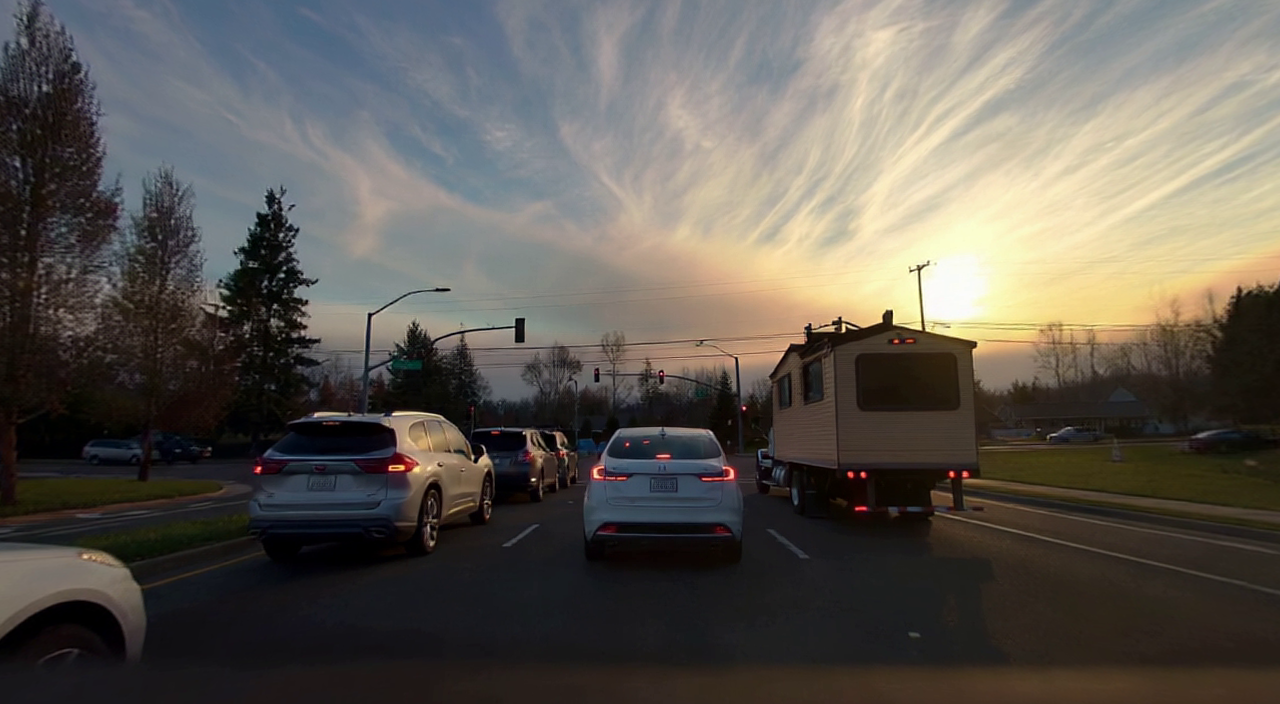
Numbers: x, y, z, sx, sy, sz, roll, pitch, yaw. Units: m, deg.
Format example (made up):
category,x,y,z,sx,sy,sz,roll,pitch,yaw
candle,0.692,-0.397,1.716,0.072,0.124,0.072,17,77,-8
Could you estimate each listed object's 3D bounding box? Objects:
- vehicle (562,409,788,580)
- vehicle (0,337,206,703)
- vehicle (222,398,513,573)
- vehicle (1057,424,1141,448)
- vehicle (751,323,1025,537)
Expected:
category,x,y,z,sx,sy,sz,roll,pitch,yaw
vehicle,0.348,1.702,8.313,2.189,1.649,4.171,0,-9,0
vehicle,-3.438,0.674,1.472,1.952,1.730,4.116,0,-9,-1
vehicle,-3.283,1.718,8.846,2.085,1.812,4.388,0,-9,0
vehicle,33.183,6.137,45.877,4.671,1.595,1.824,-5,-10,31
vehicle,3.675,1.403,11.002,2.531,2.750,5.595,0,-9,1
